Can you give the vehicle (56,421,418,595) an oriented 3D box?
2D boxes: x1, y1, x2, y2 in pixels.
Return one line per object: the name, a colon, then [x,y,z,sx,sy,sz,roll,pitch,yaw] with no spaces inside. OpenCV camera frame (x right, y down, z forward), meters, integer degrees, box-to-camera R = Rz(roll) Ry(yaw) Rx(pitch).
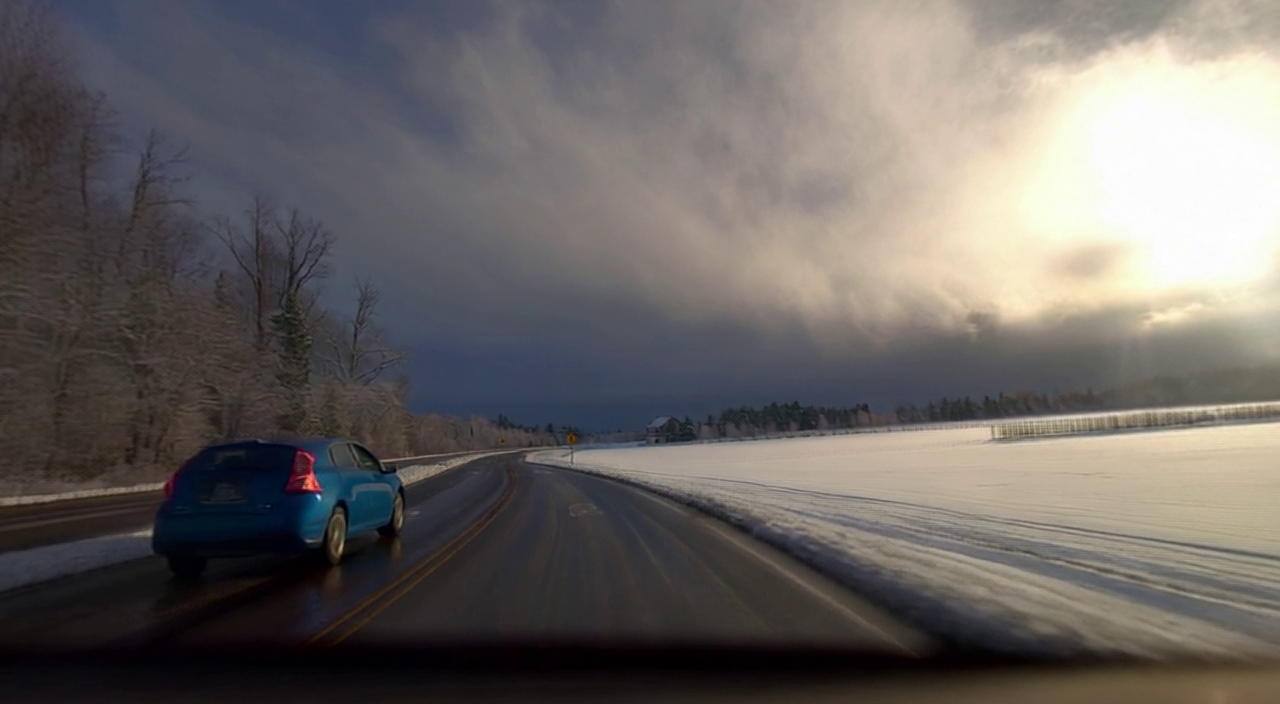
vehicle: [-4.494,1.781,7.983,2.078,1.607,3.959,0,-9,-3]
